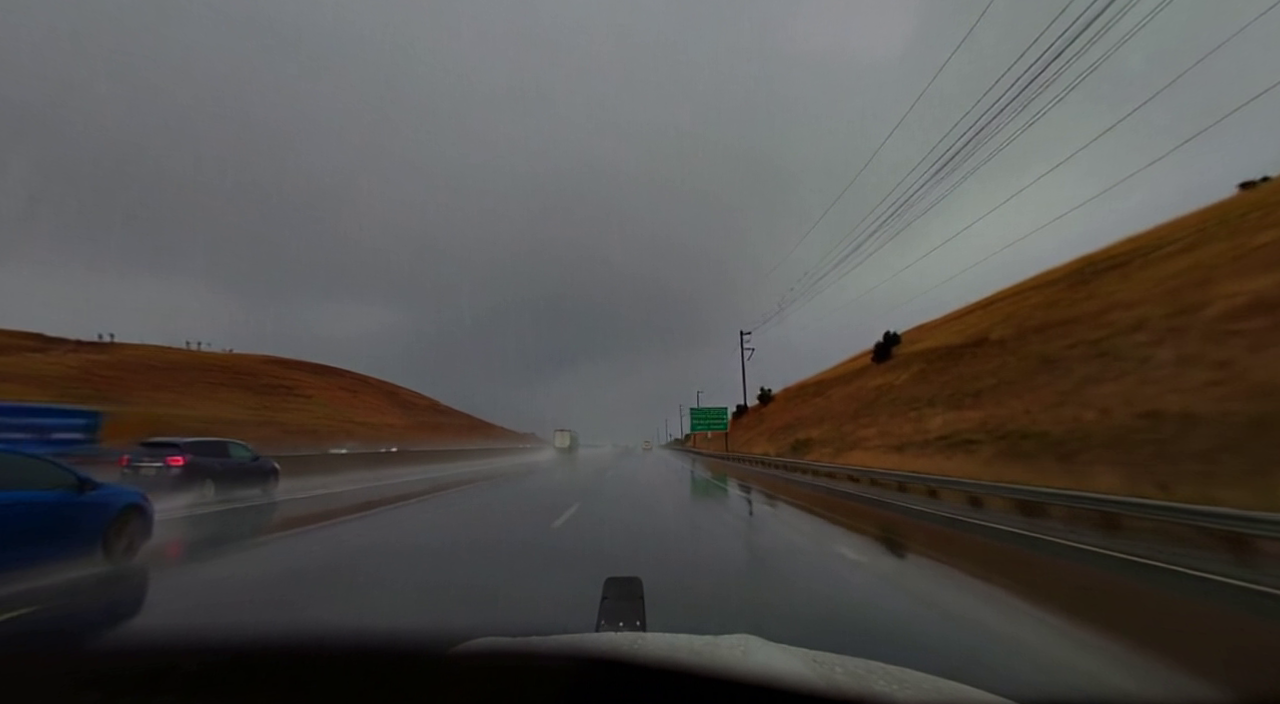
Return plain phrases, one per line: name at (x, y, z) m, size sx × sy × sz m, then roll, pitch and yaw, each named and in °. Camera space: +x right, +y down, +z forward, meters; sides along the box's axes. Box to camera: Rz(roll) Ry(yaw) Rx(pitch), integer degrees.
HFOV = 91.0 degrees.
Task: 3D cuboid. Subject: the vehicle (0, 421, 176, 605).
vehicle at (-6.164, 1.216, 4.567) m, size 1.955 × 1.469 × 4.554 m, roll 0°, pitch -9°, yaw 3°
